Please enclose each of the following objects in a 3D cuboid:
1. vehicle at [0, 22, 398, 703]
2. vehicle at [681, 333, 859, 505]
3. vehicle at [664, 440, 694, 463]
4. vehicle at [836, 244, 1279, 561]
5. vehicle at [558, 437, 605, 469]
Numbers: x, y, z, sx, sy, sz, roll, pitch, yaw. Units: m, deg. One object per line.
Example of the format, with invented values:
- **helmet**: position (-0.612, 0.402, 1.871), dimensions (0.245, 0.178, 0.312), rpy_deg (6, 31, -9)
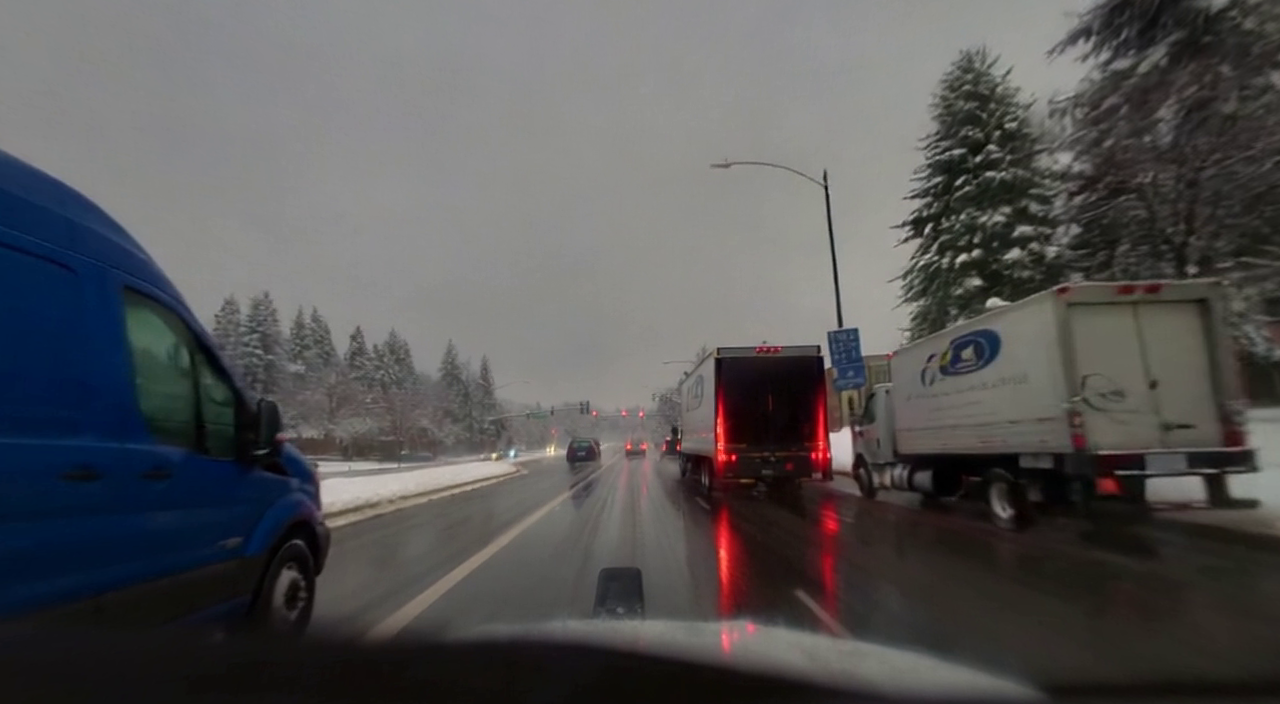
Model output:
- **vehicle**: position (-3.429, 0.280, 2.257), dimensions (2.443, 2.784, 6.493), rpy_deg (0, -9, 1)
- **vehicle**: position (2.961, 2.078, 17.862), dimensions (2.861, 3.525, 9.858), rpy_deg (0, -9, 0)
- **vehicle**: position (2.770, 7.207, 45.822), dimensions (1.869, 1.616, 4.346), rpy_deg (0, -9, 0)
- **vehicle**: position (6.979, 1.254, 12.469), dimensions (3.005, 3.947, 9.252), rpy_deg (0, -9, -1)
- **vehicle**: position (-3.411, 6.065, 38.006), dimensions (2.356, 1.766, 5.674), rpy_deg (0, -9, -1)
